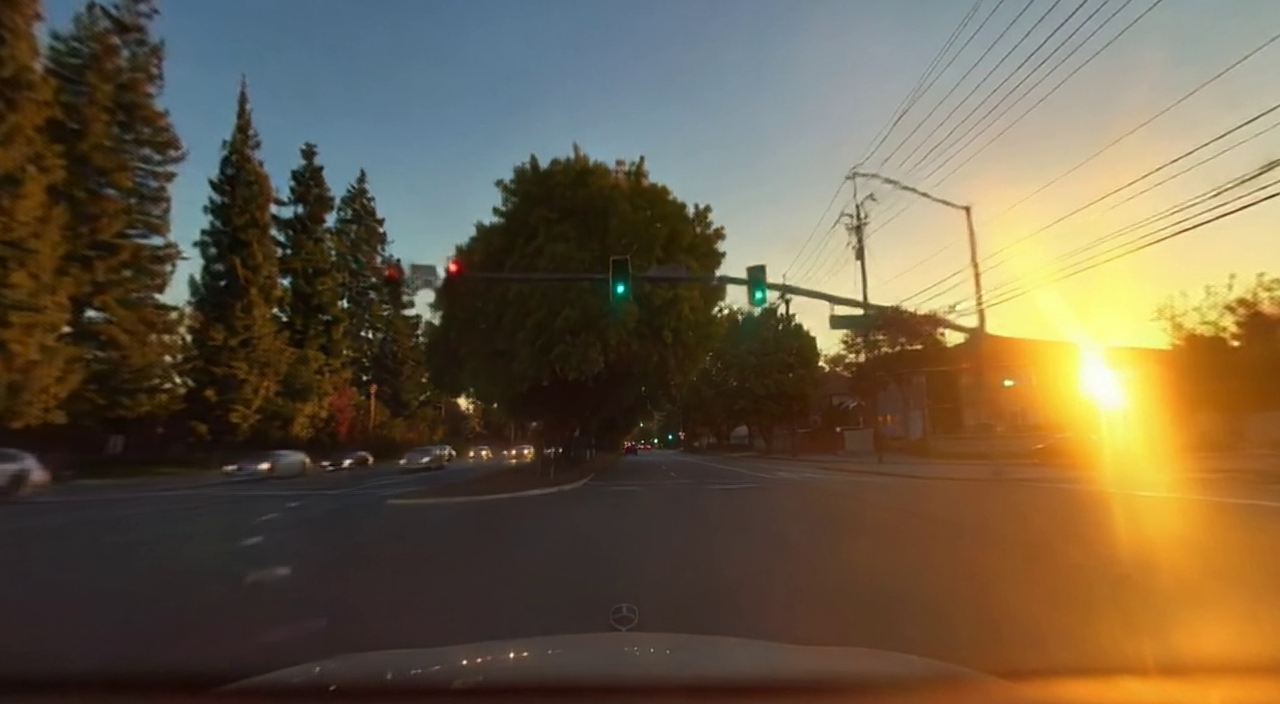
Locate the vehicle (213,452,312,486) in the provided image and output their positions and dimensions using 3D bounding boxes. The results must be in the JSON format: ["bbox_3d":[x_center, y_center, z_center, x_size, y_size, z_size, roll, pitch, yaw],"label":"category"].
[{"bbox_3d":[-18.483,5.736,31.235,1.952,1.469,4.811,0,-8,-1],"label":"vehicle"}]

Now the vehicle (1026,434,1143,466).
[{"bbox_3d":[21.898,4.852,31.247,4.439,1.454,1.842,-8,-11,41],"label":"vehicle"}]

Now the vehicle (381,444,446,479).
[{"bbox_3d":[-12.010,5.777,33.807,1.912,1.509,4.425,-4,-7,-1],"label":"vehicle"}]

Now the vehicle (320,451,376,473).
[{"bbox_3d":[-21.978,8.290,47.747,2.002,1.489,4.734,0,-8,-1],"label":"vehicle"}]
